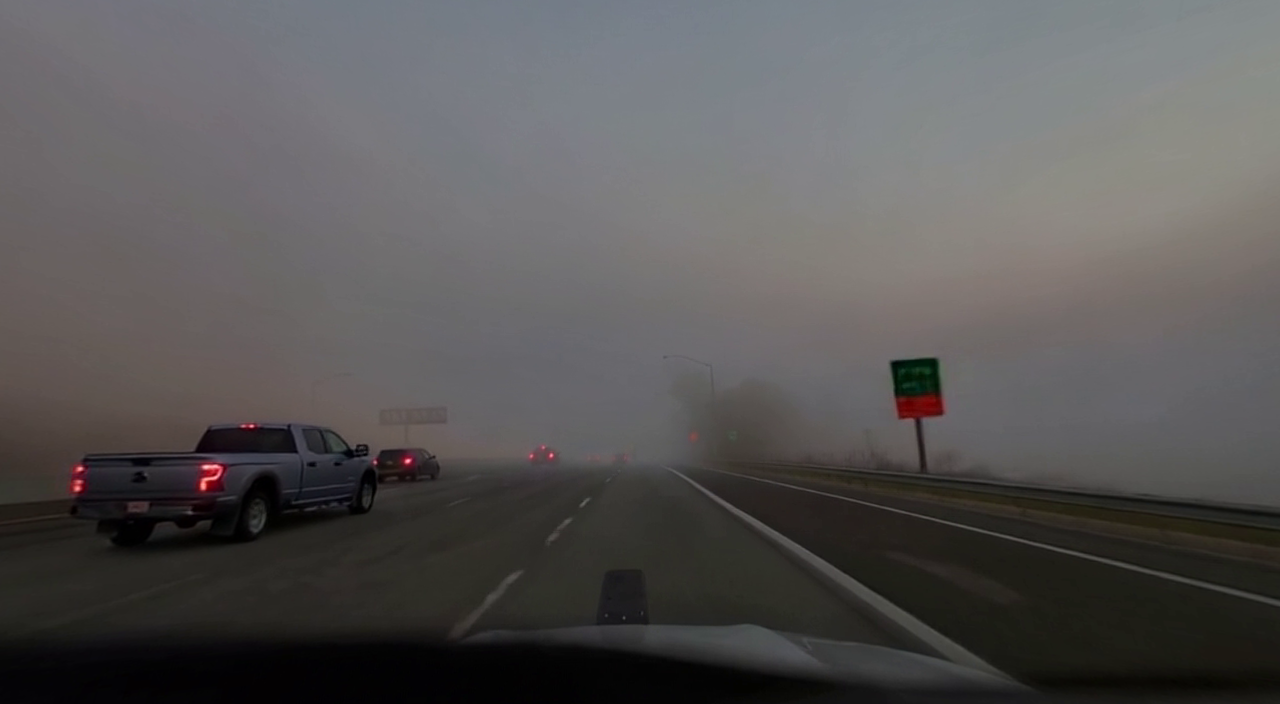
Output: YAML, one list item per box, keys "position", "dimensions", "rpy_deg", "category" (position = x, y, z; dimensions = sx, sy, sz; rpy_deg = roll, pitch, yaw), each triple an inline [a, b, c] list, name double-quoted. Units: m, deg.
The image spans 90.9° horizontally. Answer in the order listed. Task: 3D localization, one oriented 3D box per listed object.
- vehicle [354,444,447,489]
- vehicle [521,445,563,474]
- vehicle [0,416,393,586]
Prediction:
- position: [-9.799, 4.683, 26.256]
  dimensions: [2.060, 1.662, 4.469]
  rpy_deg: [0, -8, 1]
  category: "vehicle"
- position: [-6.228, 6.844, 40.579]
  dimensions: [2.009, 1.735, 4.358]
  rpy_deg: [0, -8, 0]
  category: "vehicle"
- position: [-6.340, 2.040, 9.868]
  dimensions: [2.403, 1.773, 6.276]
  rpy_deg: [0, -8, 0]
  category: "vehicle"
